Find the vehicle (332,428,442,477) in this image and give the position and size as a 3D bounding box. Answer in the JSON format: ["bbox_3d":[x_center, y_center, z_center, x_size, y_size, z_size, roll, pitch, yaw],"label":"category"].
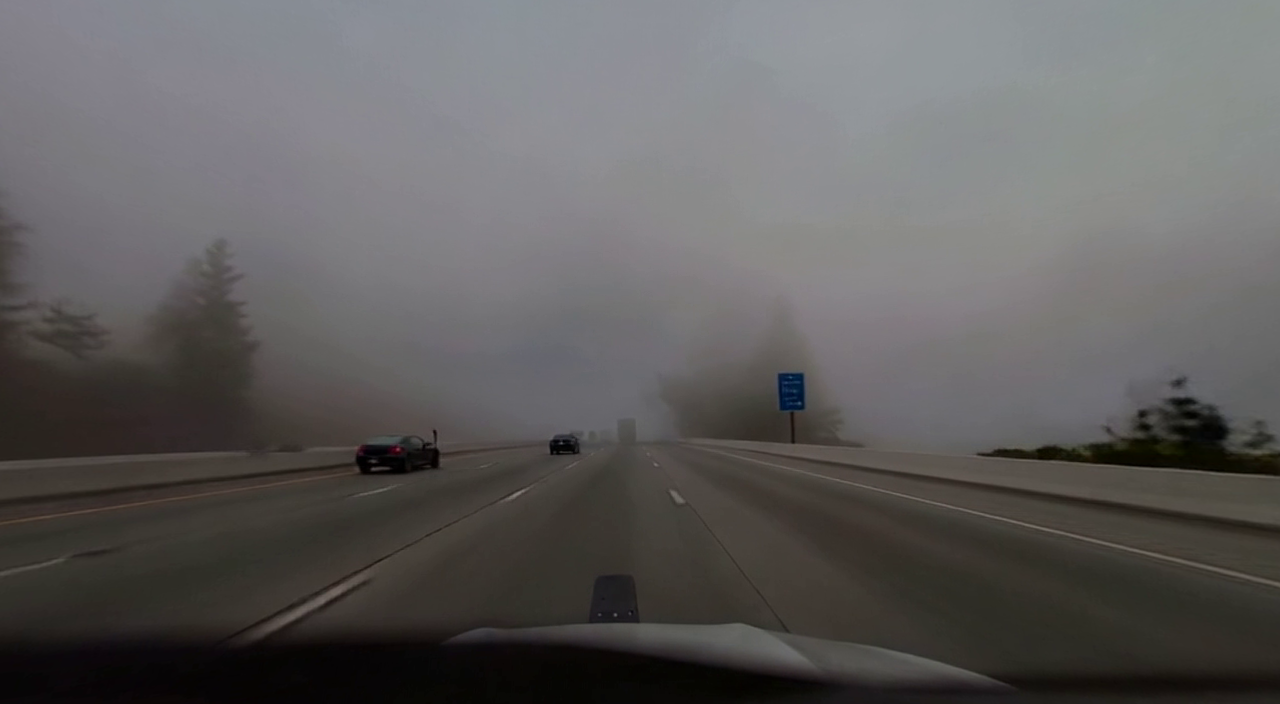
[{"bbox_3d":[-8.414,3.347,21.421,1.973,1.470,4.270,0,-7,0],"label":"vehicle"}]

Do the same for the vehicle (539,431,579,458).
[{"bbox_3d":[-4.783,5.521,37.815,1.912,1.495,3.703,0,-7,0],"label":"vehicle"}]
